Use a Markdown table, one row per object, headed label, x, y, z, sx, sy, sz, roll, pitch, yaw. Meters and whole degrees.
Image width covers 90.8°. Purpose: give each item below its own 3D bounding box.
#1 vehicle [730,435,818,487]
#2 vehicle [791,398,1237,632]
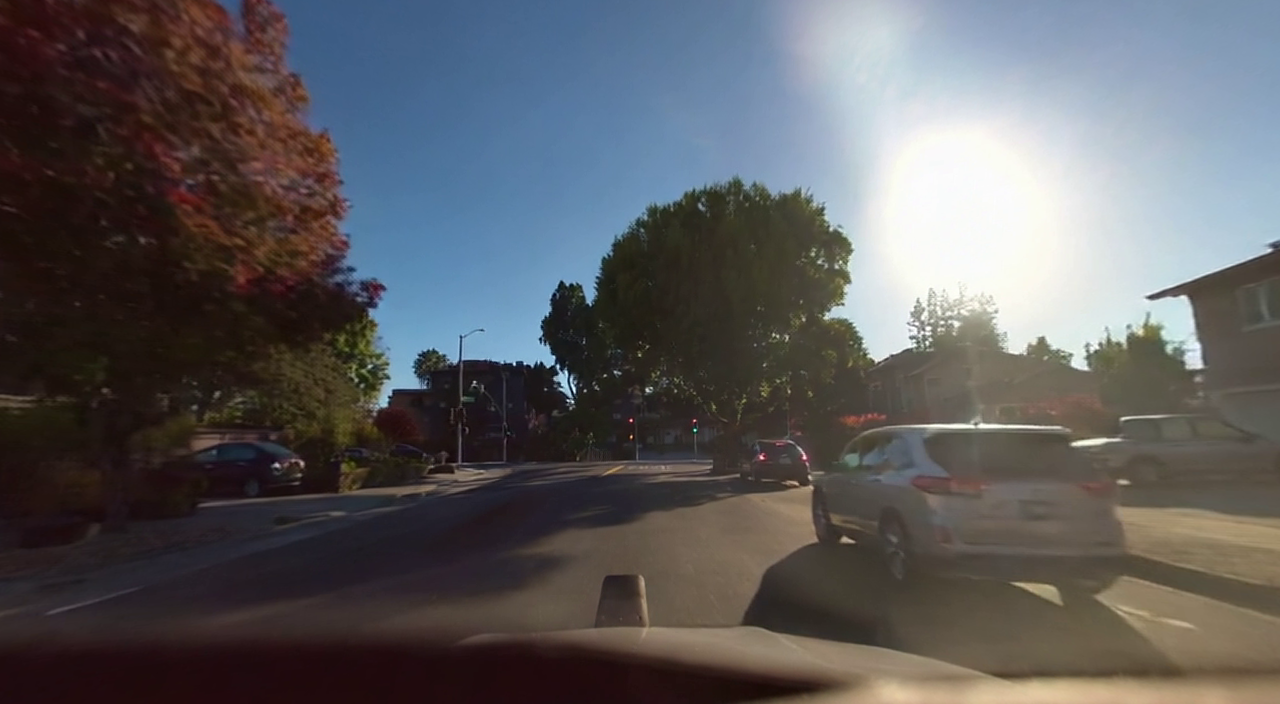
| label | x | y | z | sx | sy | sz | roll | pitch | yaw |
| --- | --- | --- | --- | --- | --- | --- | --- | --- | --- |
| vehicle | 4.259 | 3.531 | 20.879 | 2.065 | 1.478 | 4.828 | -1 | -8 | 3 |
| vehicle | 3.123 | 1.459 | 6.696 | 2.037 | 1.595 | 4.536 | -1 | -8 | 2 |
